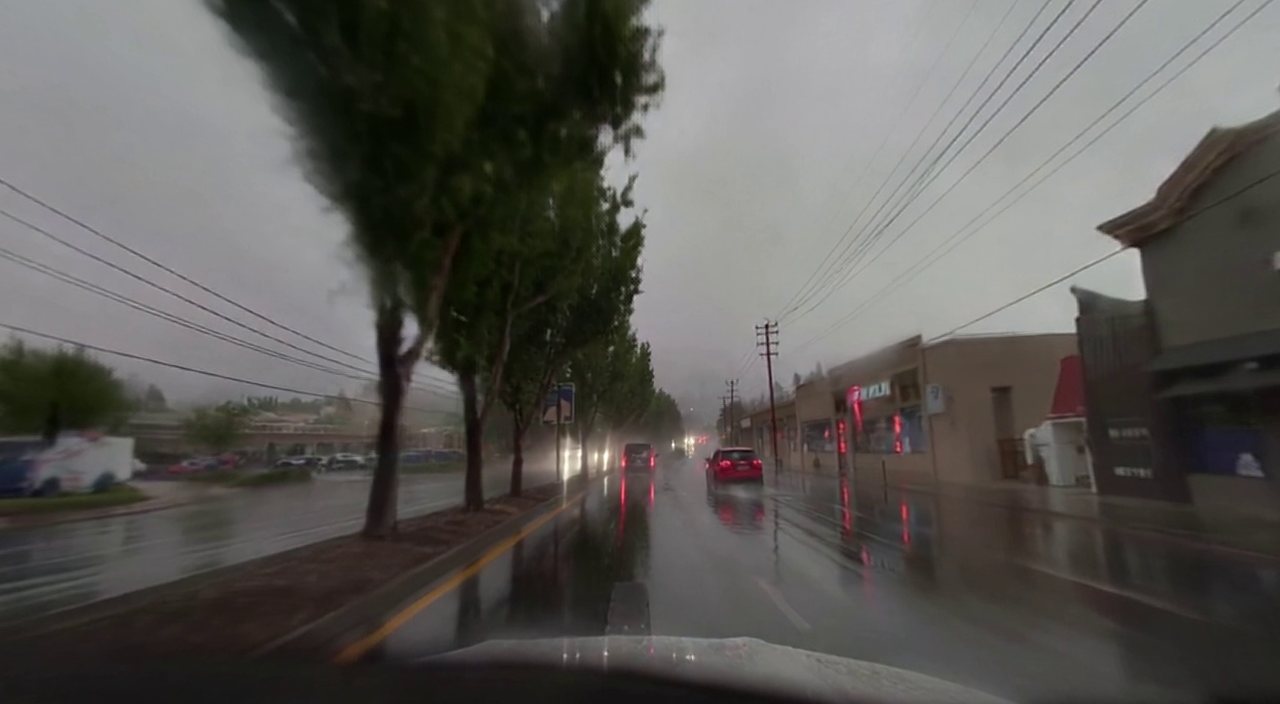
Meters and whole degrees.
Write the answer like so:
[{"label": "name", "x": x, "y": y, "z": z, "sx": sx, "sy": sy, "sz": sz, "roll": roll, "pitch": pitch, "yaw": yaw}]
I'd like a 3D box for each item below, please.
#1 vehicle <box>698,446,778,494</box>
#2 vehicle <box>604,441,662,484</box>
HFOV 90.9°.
[{"label": "vehicle", "x": 3.277, "y": 4.034, "z": 21.985, "sx": 1.954, "sy": 1.479, "sz": 4.557, "roll": 0, "pitch": -9, "yaw": -1}, {"label": "vehicle", "x": -0.301, "y": 5.043, "z": 29.067, "sx": 2.441, "sy": 1.813, "sz": 4.581, "roll": 0, "pitch": -9, "yaw": 0}]
